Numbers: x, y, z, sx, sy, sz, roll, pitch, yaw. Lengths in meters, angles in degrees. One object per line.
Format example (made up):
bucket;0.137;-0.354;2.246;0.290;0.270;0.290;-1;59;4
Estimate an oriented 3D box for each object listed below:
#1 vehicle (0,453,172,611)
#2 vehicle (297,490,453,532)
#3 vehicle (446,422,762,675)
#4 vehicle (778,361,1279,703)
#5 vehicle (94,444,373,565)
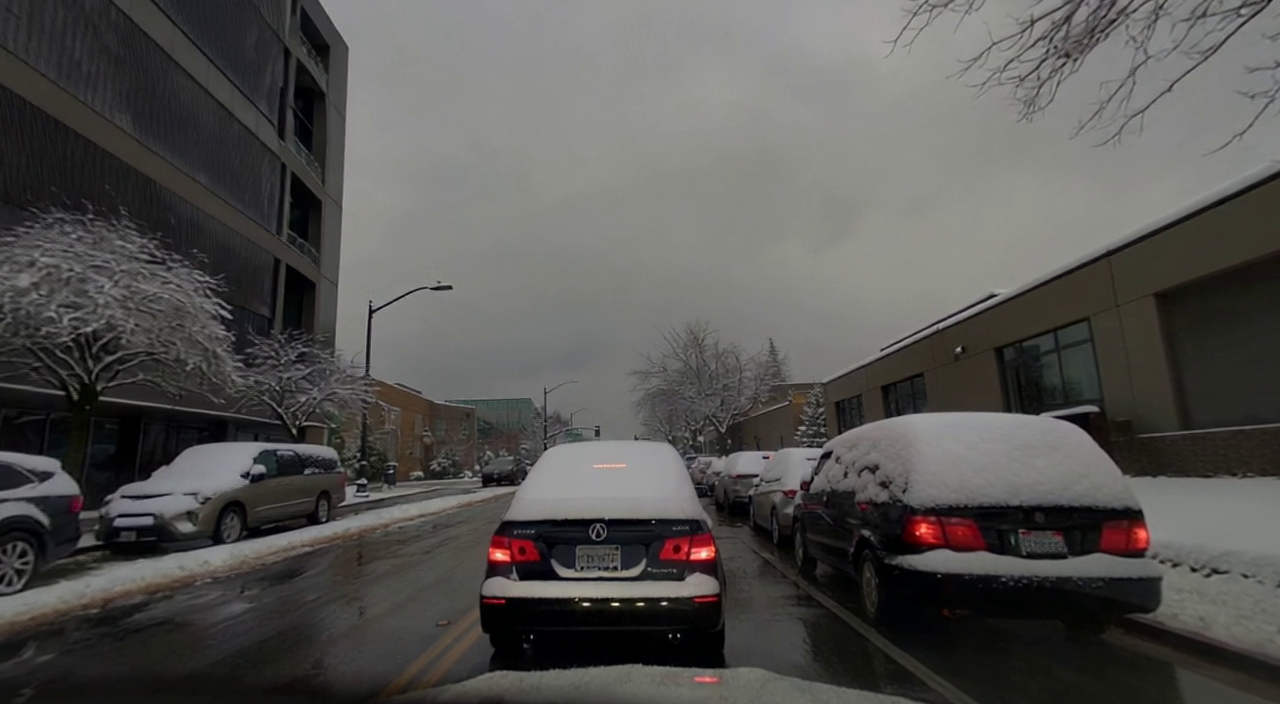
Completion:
vehicle;-6.988;1.685;5.891;1.900;1.471;4.202;1;-10;0
vehicle;-6.955;4.270;17.213;2.223;0.774;4.789;1;-10;0
vehicle;-0.208;1.595;5.942;2.018;1.583;3.646;1;-10;1
vehicle;2.710;1.417;5.703;1.868;1.920;4.501;1;-10;0
vehicle;-6.829;2.583;11.360;1.994;1.701;4.520;0;-10;0
